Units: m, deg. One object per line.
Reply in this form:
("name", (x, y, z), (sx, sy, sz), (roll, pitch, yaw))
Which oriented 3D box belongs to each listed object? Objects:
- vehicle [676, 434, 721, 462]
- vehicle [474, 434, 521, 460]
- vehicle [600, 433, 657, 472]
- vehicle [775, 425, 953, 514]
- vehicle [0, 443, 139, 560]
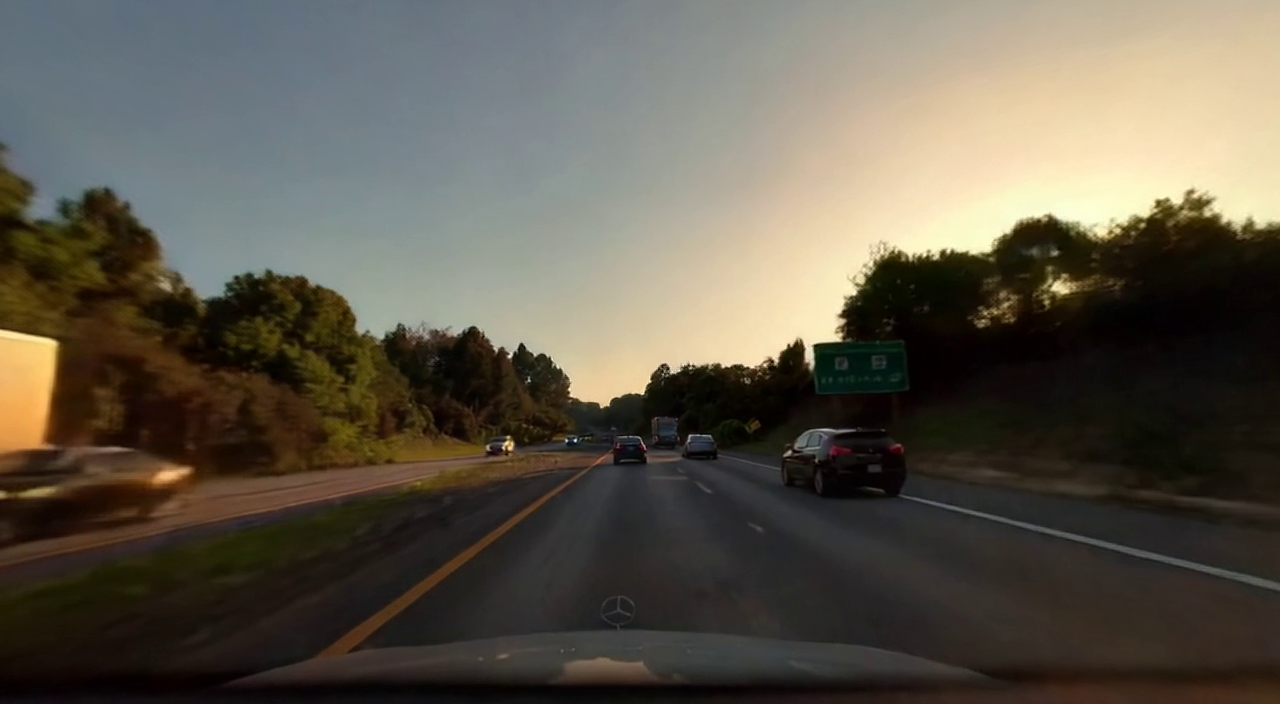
("vehicle", (3.246, 5.394, 35.762), (2.004, 1.469, 4.472), (0, -8, -2))
("vehicle", (-9.364, 6.278, 41.791), (2.076, 1.592, 4.477), (0, -8, 0))
("vehicle", (-0.476, 4.048, 25.709), (2.143, 1.466, 3.693), (0, -8, -2))
("vehicle", (4.341, 2.319, 13.064), (2.066, 1.526, 4.216), (0, -8, -1))
("vehicle", (-9.128, 1.928, 8.104), (1.982, 1.455, 4.161), (0, -8, -1))
